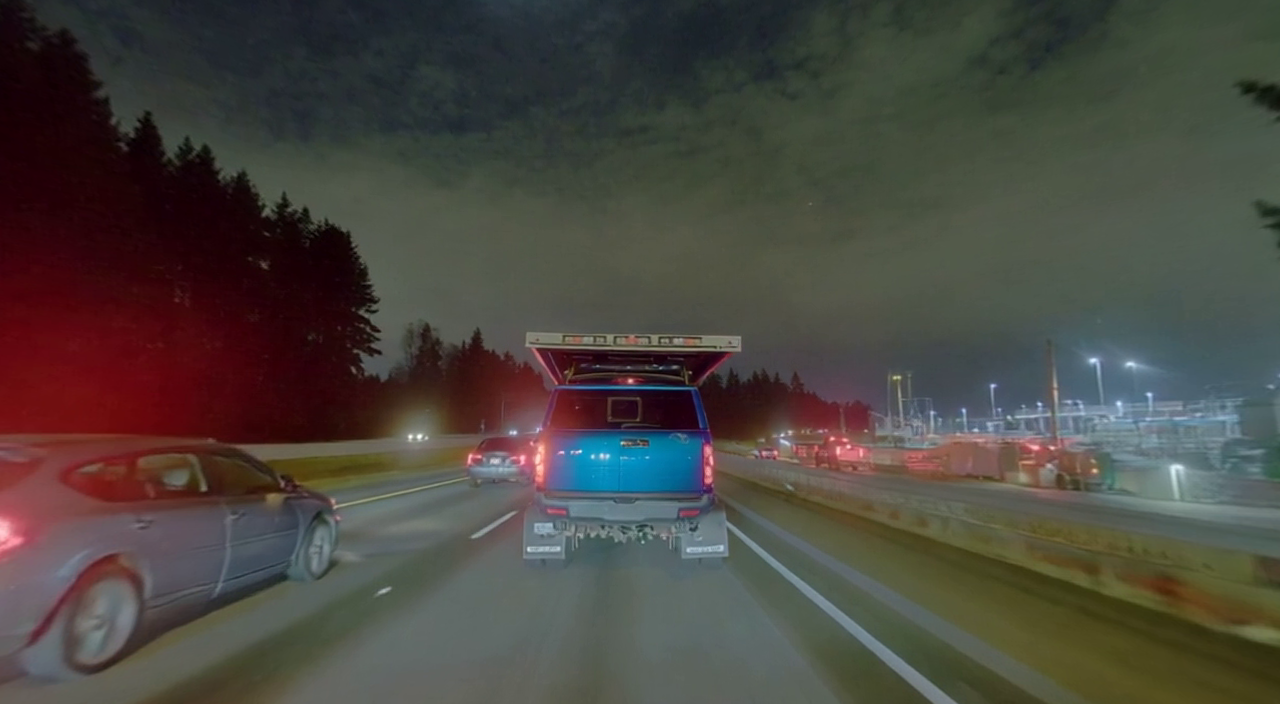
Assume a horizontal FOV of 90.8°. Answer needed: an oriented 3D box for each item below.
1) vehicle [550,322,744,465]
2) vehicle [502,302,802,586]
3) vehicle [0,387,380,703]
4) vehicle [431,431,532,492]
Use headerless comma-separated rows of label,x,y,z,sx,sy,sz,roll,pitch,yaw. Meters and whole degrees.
vehicle,-0.020,0.806,9.442,2.156,1.604,4.680,0,-9,-3
vehicle,-0.163,1.594,11.076,2.735,2.597,10.435,1,-8,-3
vehicle,-3.874,1.144,4.253,2.155,1.513,4.964,0,-9,0
vehicle,-4.776,3.359,19.773,2.057,1.665,4.572,0,-9,-1
